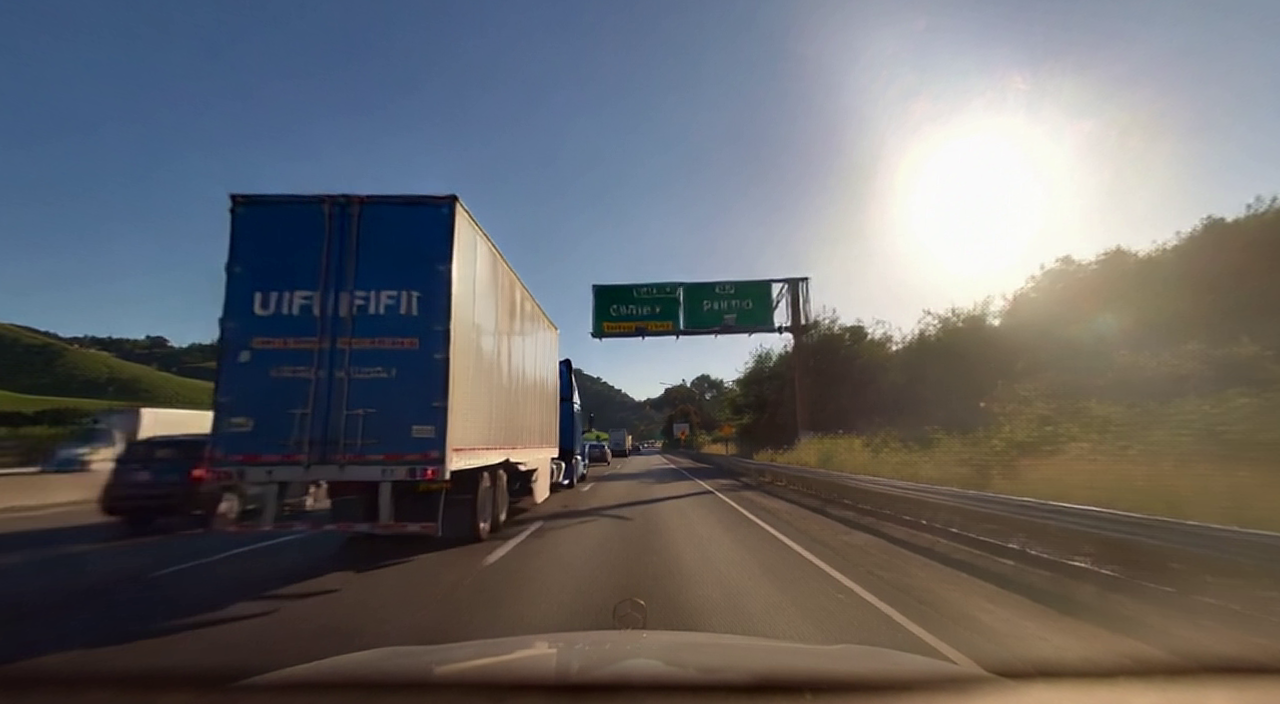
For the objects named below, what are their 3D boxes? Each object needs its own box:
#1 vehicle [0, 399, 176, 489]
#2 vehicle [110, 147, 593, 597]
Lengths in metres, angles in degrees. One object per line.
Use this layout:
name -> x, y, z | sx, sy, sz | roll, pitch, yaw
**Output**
vehicle -> -27.731, 4.536, 31.421 | 2.981, 3.863, 8.250 | 0, -8, -2
vehicle -> -3.247, 1.242, 14.110 | 3.202, 4.352, 16.251 | 0, -8, 0
